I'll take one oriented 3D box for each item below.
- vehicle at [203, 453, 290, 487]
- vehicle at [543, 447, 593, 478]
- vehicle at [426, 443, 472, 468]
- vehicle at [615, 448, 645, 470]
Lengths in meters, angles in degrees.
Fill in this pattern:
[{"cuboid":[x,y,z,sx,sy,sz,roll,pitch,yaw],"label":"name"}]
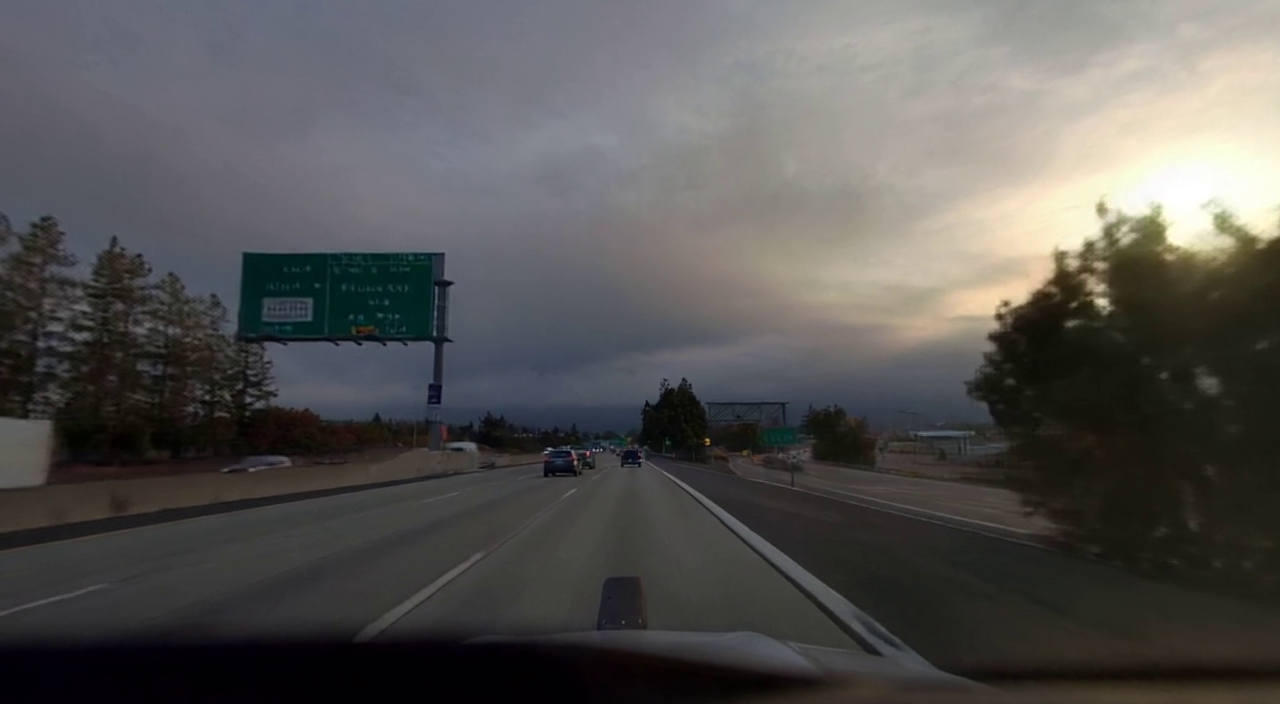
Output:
[{"cuboid":[-17.459,5.207,28.154,1.592,1.387,3.448,0,-9,0],"label":"vehicle"},{"cuboid":[-3.712,5.777,33.334,2.067,1.509,4.551,-1,-8,1],"label":"vehicle"},{"cuboid":[-14.172,7.668,47.012,1.813,1.728,5.143,-1,-8,0],"label":"vehicle"},{"cuboid":[-0.716,7.695,45.600,2.100,1.471,3.956,0,-8,-1],"label":"vehicle"}]
